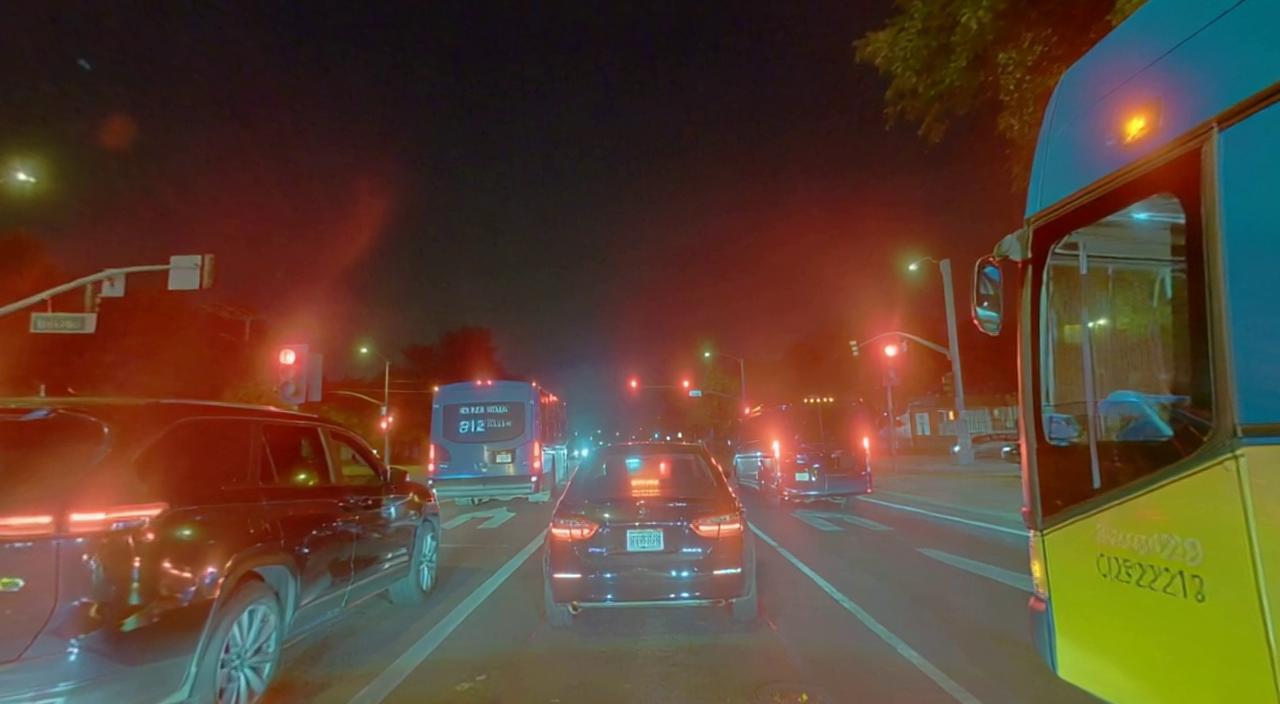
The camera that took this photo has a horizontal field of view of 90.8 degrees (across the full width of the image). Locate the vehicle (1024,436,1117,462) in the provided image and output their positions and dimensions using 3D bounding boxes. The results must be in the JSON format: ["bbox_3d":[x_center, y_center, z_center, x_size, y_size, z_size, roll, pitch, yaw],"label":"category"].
[{"bbox_3d":[25.840,5.822,38.006,4.229,1.489,1.794,0,-8,-2],"label":"vehicle"}]

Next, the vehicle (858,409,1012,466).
[{"bbox_3d":[17.570,5.137,37.923,7.839,3.213,2.628,0,-8,-3],"label":"vehicle"}]

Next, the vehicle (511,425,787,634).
[{"bbox_3d":[0.055,1.550,6.428,1.976,1.485,3.624,0,-8,0],"label":"vehicle"}]

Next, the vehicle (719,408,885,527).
[{"bbox_3d":[3.137,2.396,13.666,2.143,2.036,5.367,0,-8,0],"label":"vehicle"}]

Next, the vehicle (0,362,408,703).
[{"bbox_3d":[-3.415,1.181,4.634,1.921,1.701,3.989,0,-8,-1],"label":"vehicle"}]

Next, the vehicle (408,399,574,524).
[{"bbox_3d":[-2.937,2.353,13.972,2.335,2.221,5.165,0,-8,1],"label":"vehicle"}]
